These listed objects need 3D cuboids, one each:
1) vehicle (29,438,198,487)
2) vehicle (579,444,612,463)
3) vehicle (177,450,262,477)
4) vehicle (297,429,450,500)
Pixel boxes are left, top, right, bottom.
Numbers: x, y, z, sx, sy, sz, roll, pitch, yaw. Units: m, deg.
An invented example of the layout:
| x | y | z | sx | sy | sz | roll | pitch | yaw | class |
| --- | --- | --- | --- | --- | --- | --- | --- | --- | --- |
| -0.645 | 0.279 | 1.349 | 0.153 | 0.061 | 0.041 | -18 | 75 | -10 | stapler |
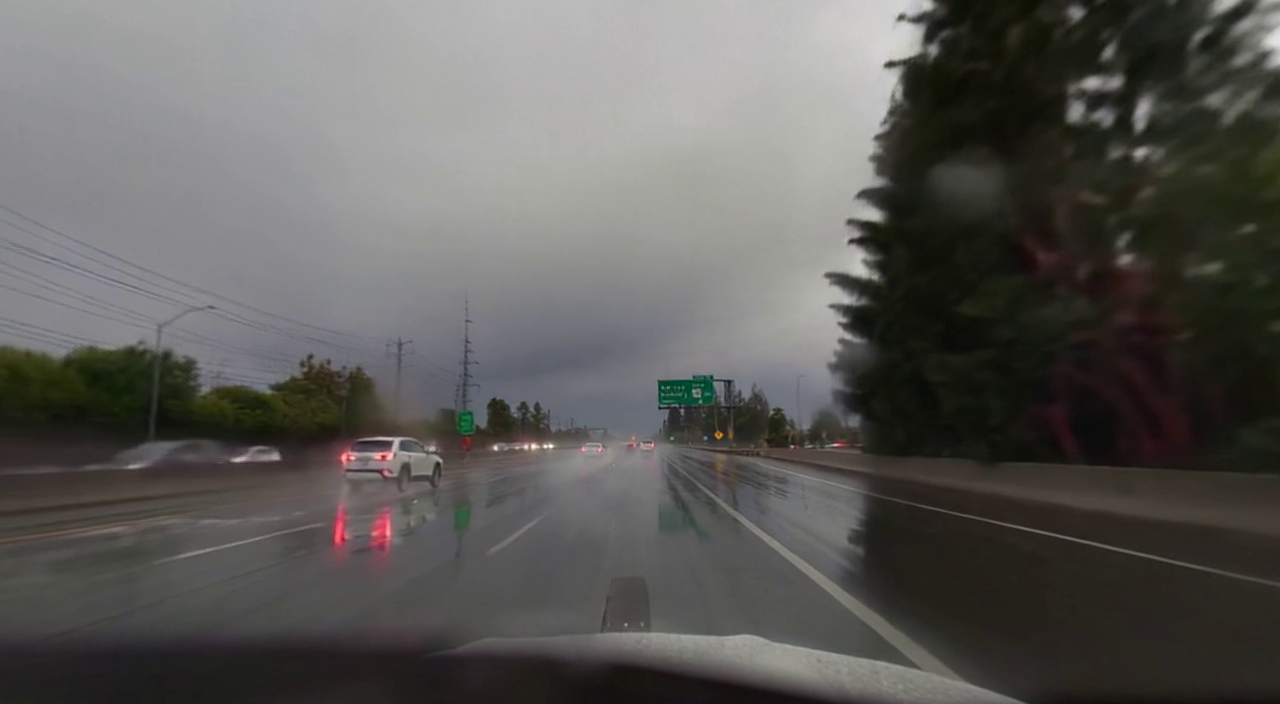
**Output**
| x | y | z | sx | sy | sz | roll | pitch | yaw | class |
| --- | --- | --- | --- | --- | --- | --- | --- | --- | --- |
| -18.312 | 3.848 | 22.303 | 1.922 | 1.510 | 4.669 | 0 | -9 | 1 | vehicle |
| -3.355 | 7.707 | 48.111 | 2.048 | 1.368 | 4.613 | 0 | -9 | 1 | vehicle |
| -25.829 | 6.823 | 38.902 | 2.001 | 1.498 | 4.611 | 0 | -9 | 1 | vehicle |
| -7.233 | 3.106 | 17.809 | 2.118 | 1.696 | 4.836 | 0 | -9 | 1 | vehicle |
